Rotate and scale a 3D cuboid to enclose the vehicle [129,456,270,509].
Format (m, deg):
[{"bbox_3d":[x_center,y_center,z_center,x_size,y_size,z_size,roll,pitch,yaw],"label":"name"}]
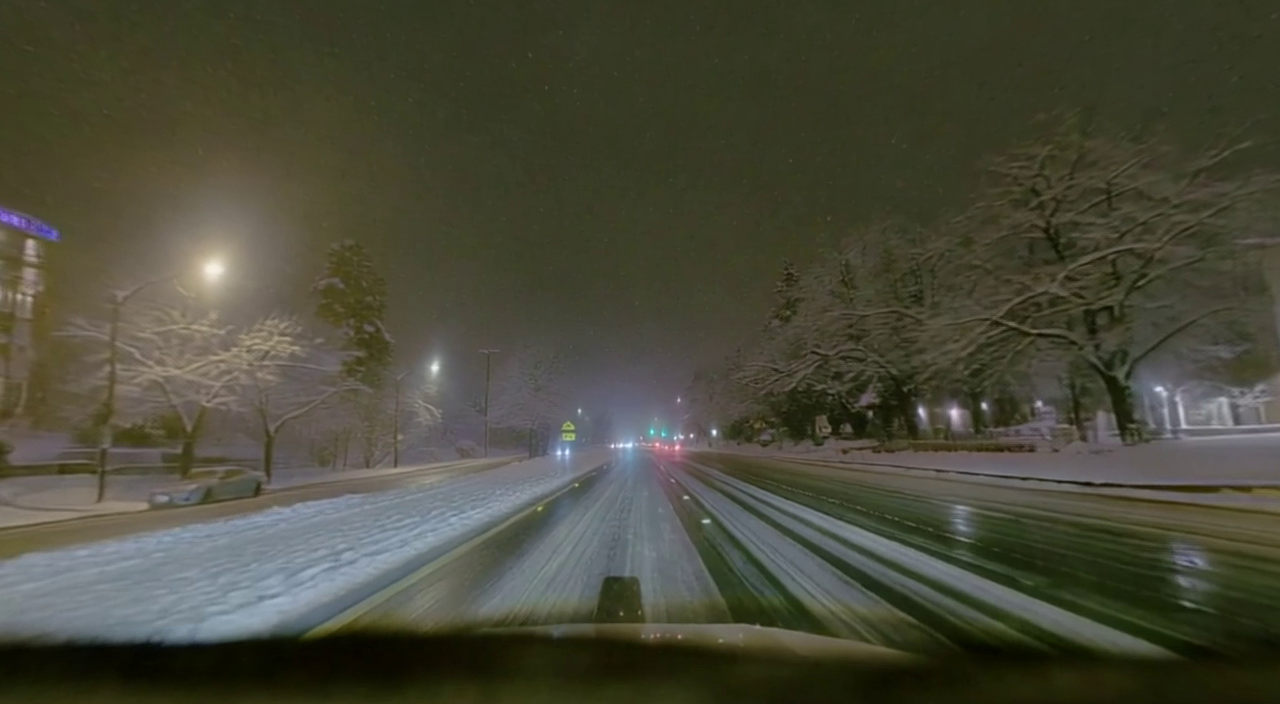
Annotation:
[{"bbox_3d":[-15.997,4.707,23.301,1.975,1.629,4.491,0,-8,-1],"label":"vehicle"}]
